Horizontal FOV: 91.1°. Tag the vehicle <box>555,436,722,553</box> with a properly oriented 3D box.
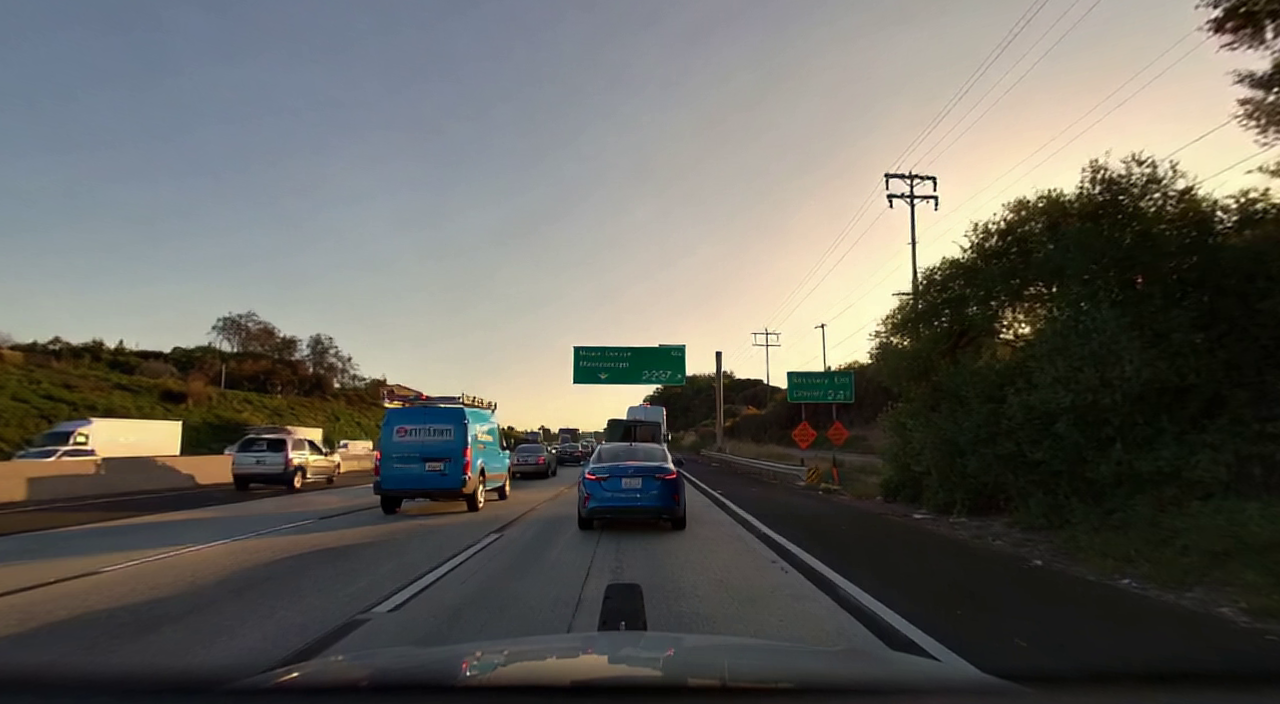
[{"bbox_3d":[-0.019,2.065,9.836,2.054,1.421,4.090,0,-8,0],"label":"vehicle"}]

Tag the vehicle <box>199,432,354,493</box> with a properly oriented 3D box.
[{"bbox_3d":[-11.393,3.478,20.192,2.000,1.695,4.806,0,-8,1],"label":"vehicle"}]

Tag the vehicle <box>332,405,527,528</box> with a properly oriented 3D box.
[{"bbox_3d":[-3.780,2.158,12.360,2.142,1.952,4.556,0,-8,1],"label":"vehicle"}]

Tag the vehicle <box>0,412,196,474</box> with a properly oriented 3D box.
[{"bbox_3d":[-37.341,6.402,44.156,2.933,3.731,11.455,-1,-8,5],"label":"vehicle"}]
